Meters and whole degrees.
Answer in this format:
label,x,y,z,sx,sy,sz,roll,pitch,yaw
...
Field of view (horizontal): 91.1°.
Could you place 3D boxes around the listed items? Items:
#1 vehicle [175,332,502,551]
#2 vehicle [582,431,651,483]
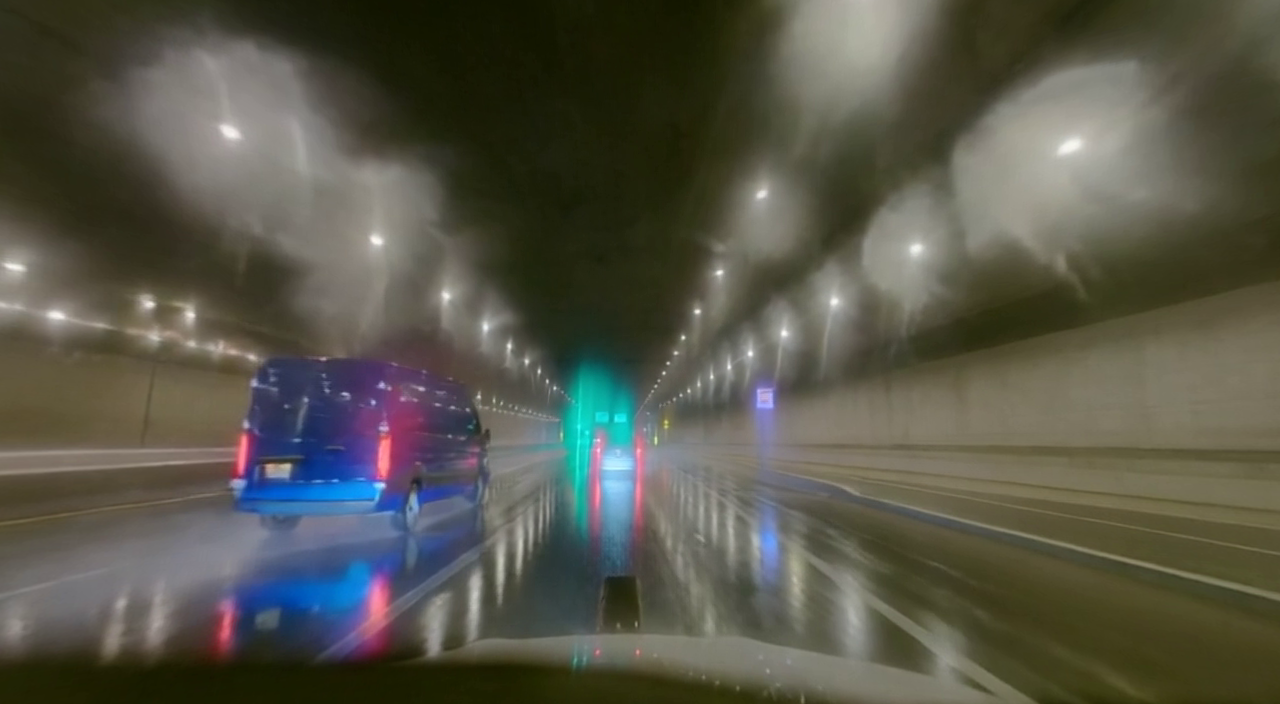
label,x,y,z,sx,sy,sz,roll,pitch,yaw
vehicle,-3.977,1.354,9.773,2.404,2.459,5.229,0,-8,1
vehicle,-0.738,3.489,21.297,2.095,1.553,4.069,0,-8,-1
